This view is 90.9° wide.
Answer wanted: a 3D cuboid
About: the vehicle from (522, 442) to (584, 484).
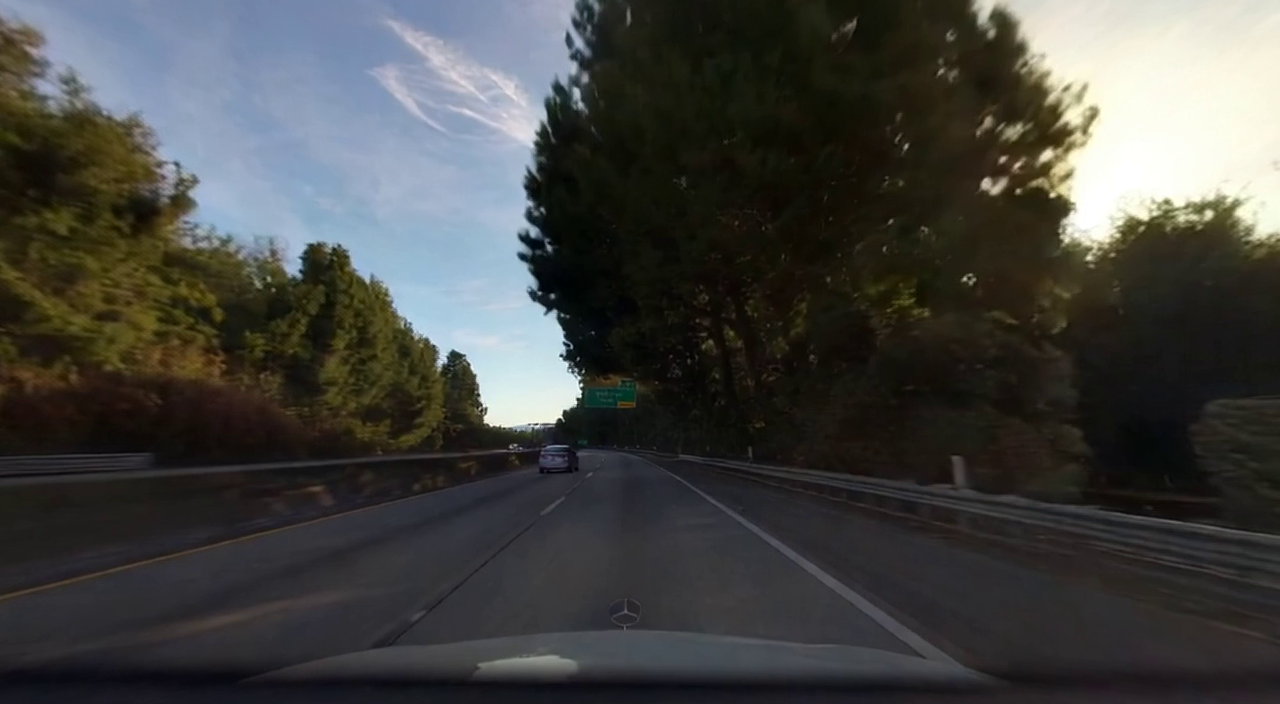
[{"bbox_3d":[-3.446,4.457,25.572,1.990,1.532,3.911,0,-9,-1],"label":"vehicle"}]
